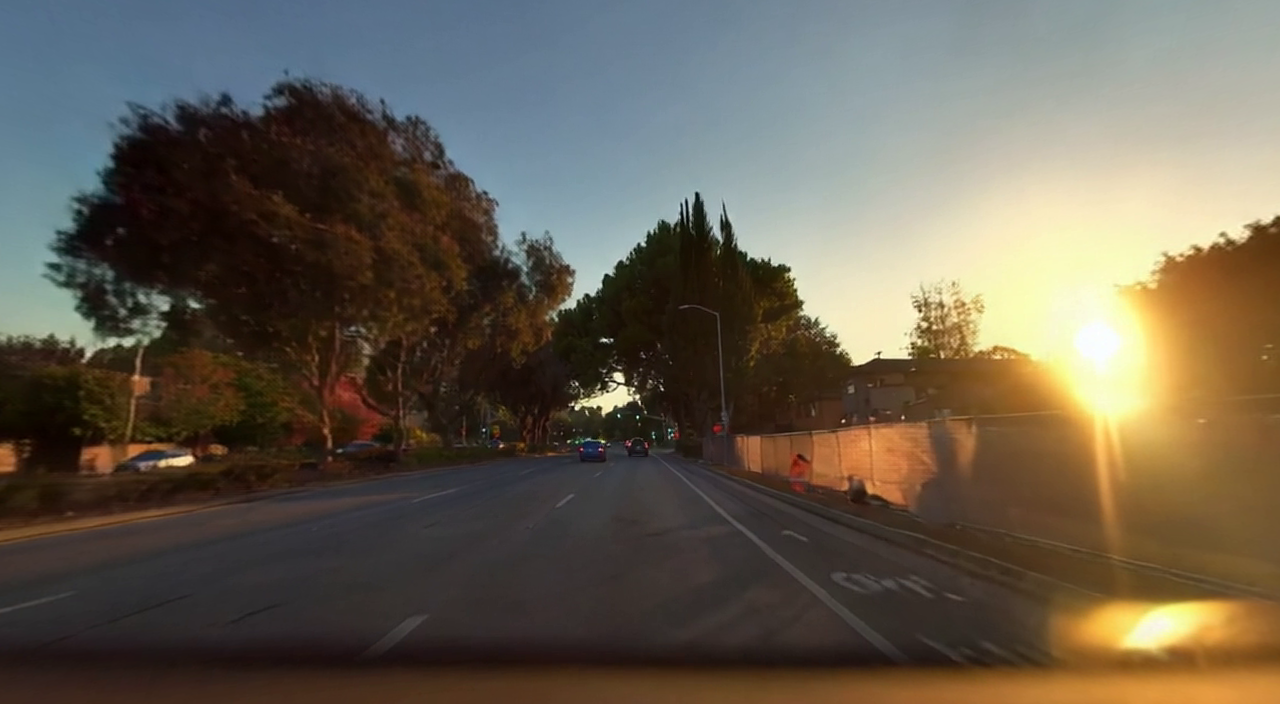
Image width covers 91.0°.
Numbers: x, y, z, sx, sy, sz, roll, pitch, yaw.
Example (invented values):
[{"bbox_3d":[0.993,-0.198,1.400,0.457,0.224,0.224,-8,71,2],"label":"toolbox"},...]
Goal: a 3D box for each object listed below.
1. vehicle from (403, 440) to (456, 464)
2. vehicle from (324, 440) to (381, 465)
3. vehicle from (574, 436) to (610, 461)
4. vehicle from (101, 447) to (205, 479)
[{"bbox_3d":[-14.152,6.713,42.530,1.953,1.509,4.452,0,-8,1],"label":"vehicle"},{"bbox_3d":[-20.965,7.346,46.146,2.020,1.685,4.491,0,-8,0],"label":"vehicle"},{"bbox_3d":[-3.336,6.805,44.649,2.198,1.663,4.519,0,-8,1],"label":"vehicle"},{"bbox_3d":[-24.788,5.643,32.278,1.834,1.502,4.346,0,-8,0],"label":"vehicle"}]
